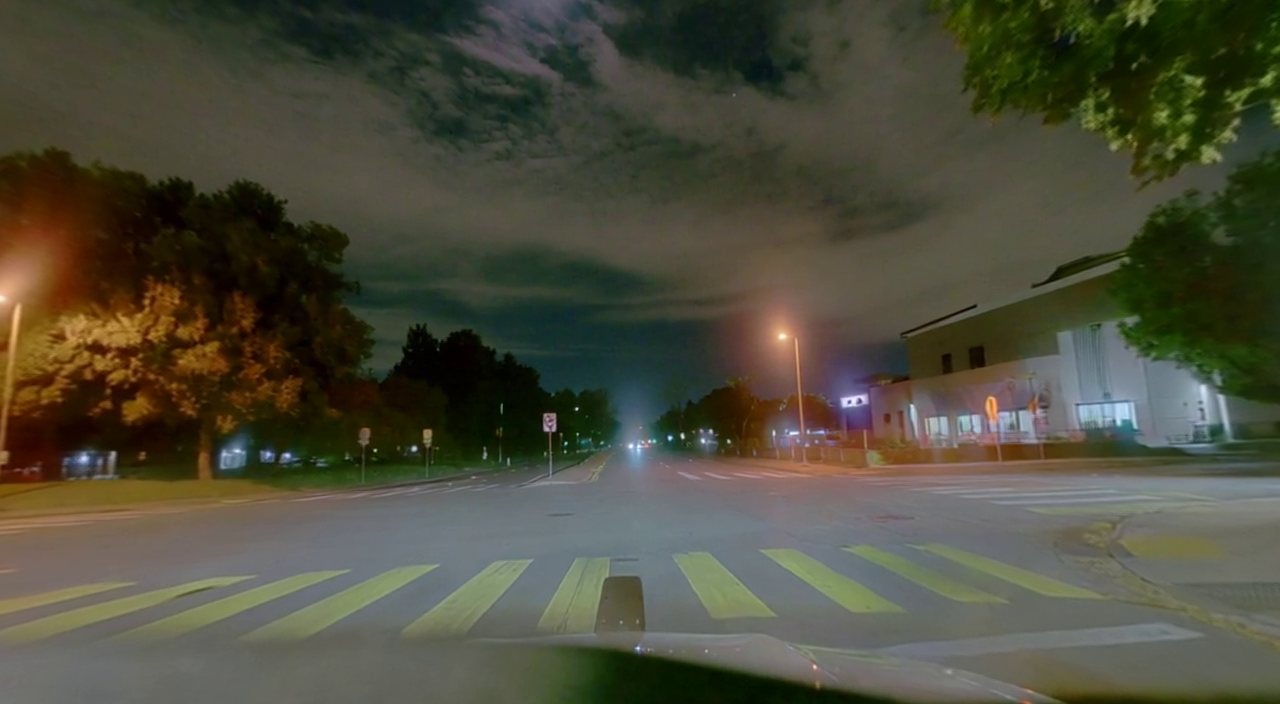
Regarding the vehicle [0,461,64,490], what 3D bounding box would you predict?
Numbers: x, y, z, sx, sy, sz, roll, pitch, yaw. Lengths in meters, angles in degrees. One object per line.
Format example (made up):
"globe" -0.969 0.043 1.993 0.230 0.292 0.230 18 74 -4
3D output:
"vehicle" -36.919 7.271 37.342 1.871 1.523 4.028 0 -9 1
